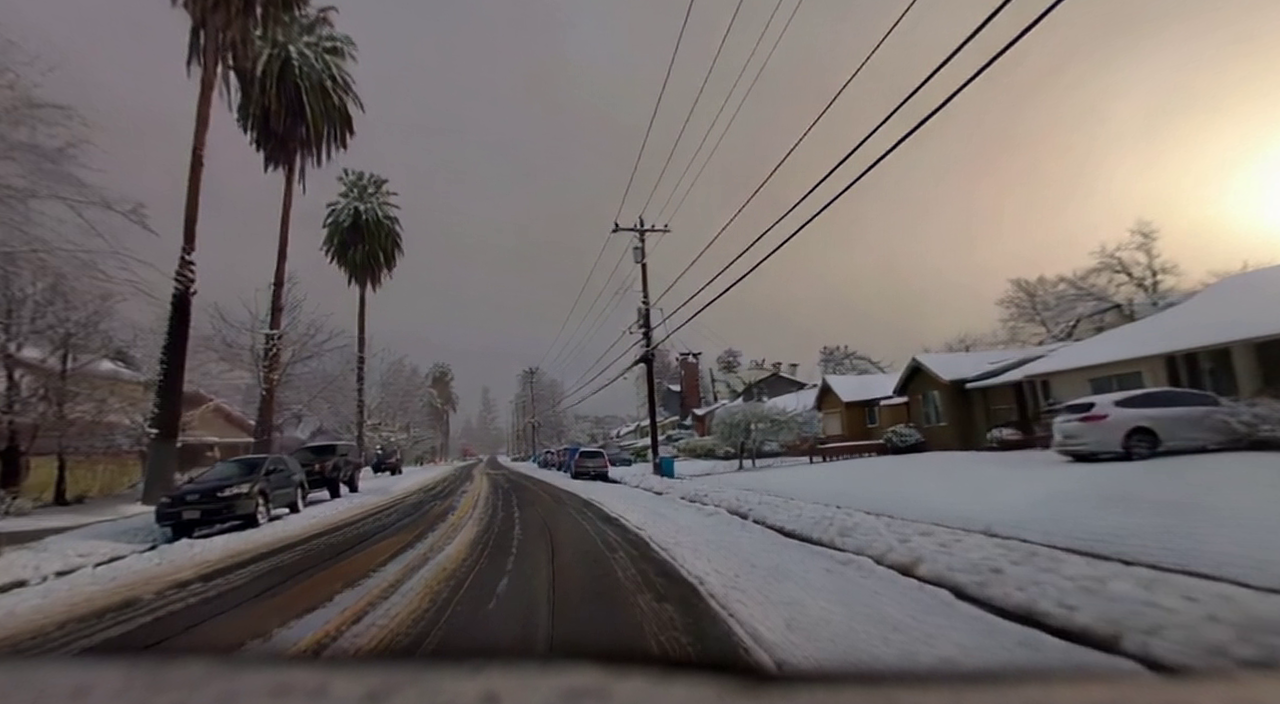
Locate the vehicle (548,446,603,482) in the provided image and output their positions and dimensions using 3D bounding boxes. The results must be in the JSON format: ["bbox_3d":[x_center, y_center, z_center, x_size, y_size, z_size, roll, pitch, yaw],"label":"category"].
[{"bbox_3d":[-2.998,5.066,28.817,1.870,1.490,3.802,2,-9,-16],"label":"vehicle"}]

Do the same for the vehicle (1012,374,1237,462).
[{"bbox_3d":[13.238,1.881,17.413,4.795,2.190,2.305,2,-9,-15],"label":"vehicle"}]

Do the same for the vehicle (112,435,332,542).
[{"bbox_3d":[-8.662,2.869,13.784,2.410,1.790,4.699,0,-10,-13],"label":"vehicle"}]

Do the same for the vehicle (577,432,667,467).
[{"bbox_3d":[-1.312,6.750,43.918,5.900,2.328,2.603,1,-8,-9],"label":"vehicle"}]
